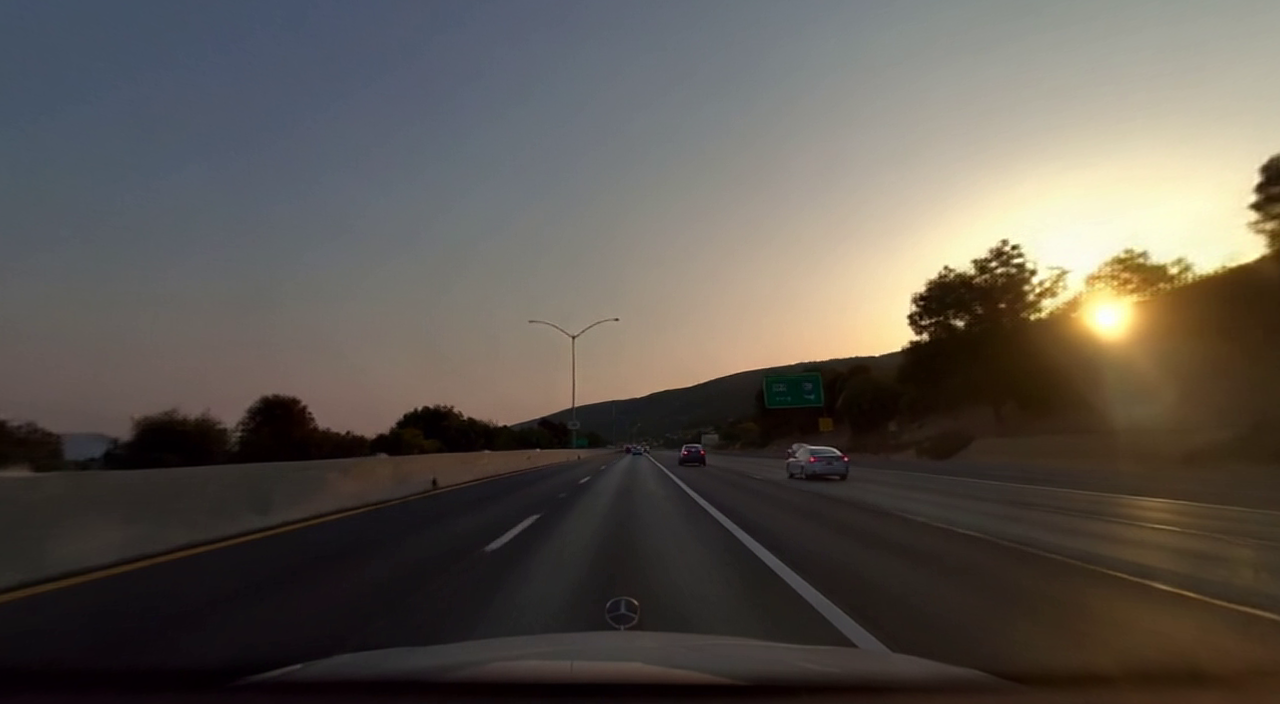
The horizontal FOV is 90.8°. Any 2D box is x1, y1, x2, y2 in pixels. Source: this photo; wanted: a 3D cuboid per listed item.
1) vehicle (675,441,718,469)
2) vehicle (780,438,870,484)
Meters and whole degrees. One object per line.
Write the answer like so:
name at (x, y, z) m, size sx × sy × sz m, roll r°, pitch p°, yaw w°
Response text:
vehicle at (3.265, 6.049, 37.337) m, size 2.056 × 1.553 × 4.320 m, roll 0°, pitch -8°, yaw -1°
vehicle at (6.690, 3.977, 23.290) m, size 2.038 × 1.528 × 3.910 m, roll 0°, pitch -9°, yaw -1°
